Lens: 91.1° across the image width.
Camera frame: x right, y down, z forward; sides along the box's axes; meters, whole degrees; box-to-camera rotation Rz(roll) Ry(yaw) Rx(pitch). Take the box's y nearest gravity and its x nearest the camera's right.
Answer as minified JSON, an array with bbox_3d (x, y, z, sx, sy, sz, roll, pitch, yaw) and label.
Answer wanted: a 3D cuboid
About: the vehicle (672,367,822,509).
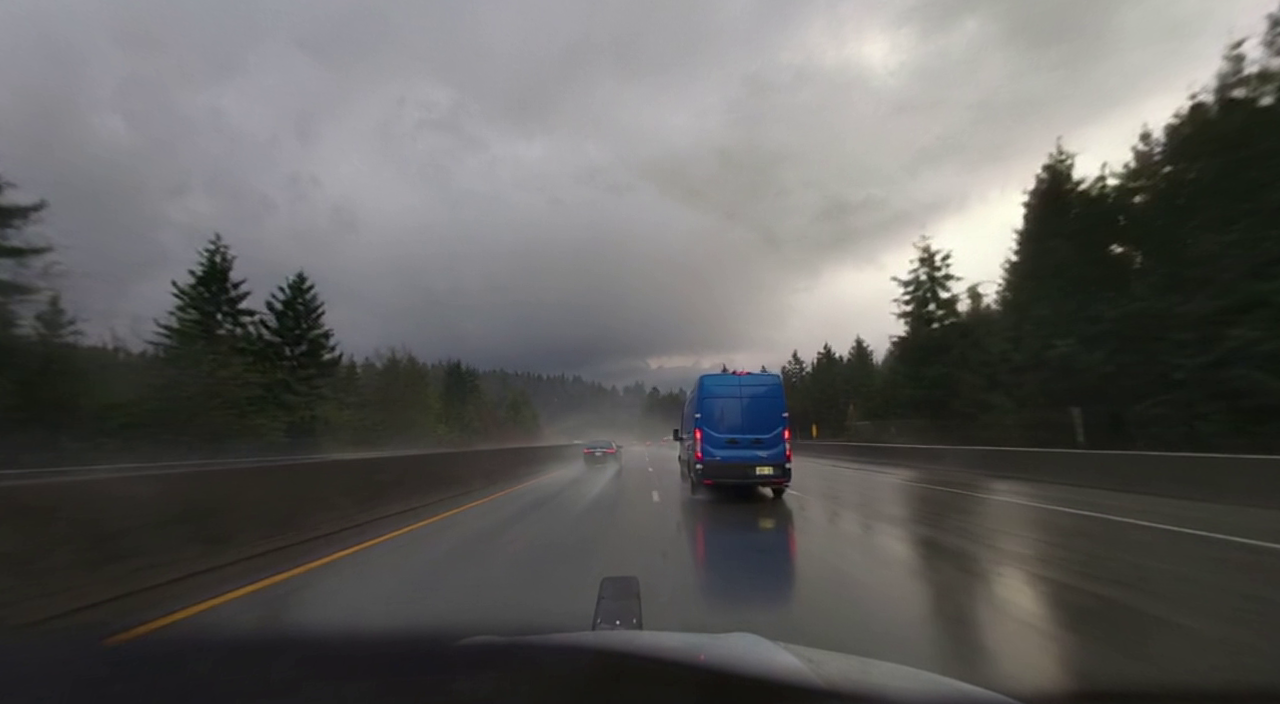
[{"bbox_3d":[2.128,2.053,15.164,2.416,2.595,7.243,0,-8,1],"label":"vehicle"}]

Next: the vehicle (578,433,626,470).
[{"bbox_3d":[-1.627,4.454,28.352,1.900,1.524,4.324,0,-8,0],"label":"vehicle"}]
